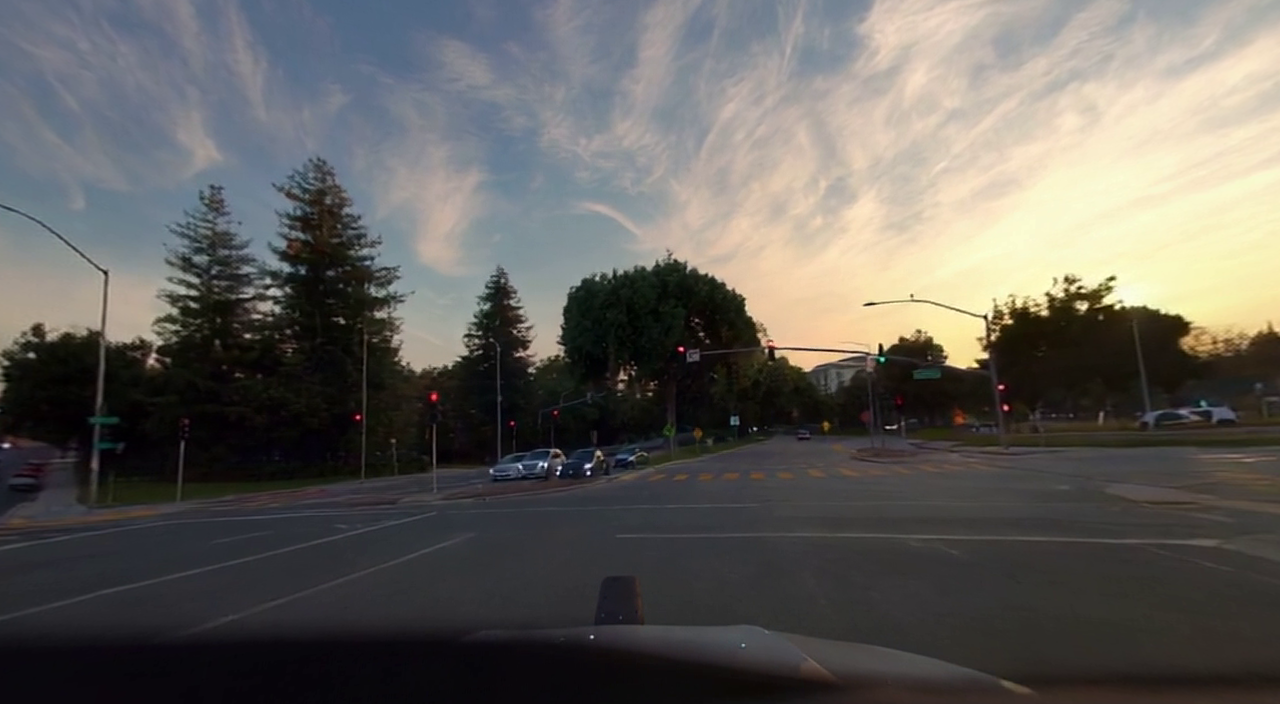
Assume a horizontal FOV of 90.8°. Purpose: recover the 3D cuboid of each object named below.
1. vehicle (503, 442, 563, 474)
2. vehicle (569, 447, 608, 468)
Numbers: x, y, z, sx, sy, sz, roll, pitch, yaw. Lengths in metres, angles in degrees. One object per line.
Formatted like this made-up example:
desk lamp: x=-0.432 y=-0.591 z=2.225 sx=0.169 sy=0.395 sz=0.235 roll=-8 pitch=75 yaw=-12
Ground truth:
vehicle: x=-7.332 y=7.352 z=44.161 sx=2.557 sy=2.015 sz=5.959 roll=-1 pitch=-9 yaw=7
vehicle: x=-3.608 y=7.500 z=45.018 sx=2.049 sy=1.439 sz=4.103 roll=-1 pitch=-9 yaw=5
